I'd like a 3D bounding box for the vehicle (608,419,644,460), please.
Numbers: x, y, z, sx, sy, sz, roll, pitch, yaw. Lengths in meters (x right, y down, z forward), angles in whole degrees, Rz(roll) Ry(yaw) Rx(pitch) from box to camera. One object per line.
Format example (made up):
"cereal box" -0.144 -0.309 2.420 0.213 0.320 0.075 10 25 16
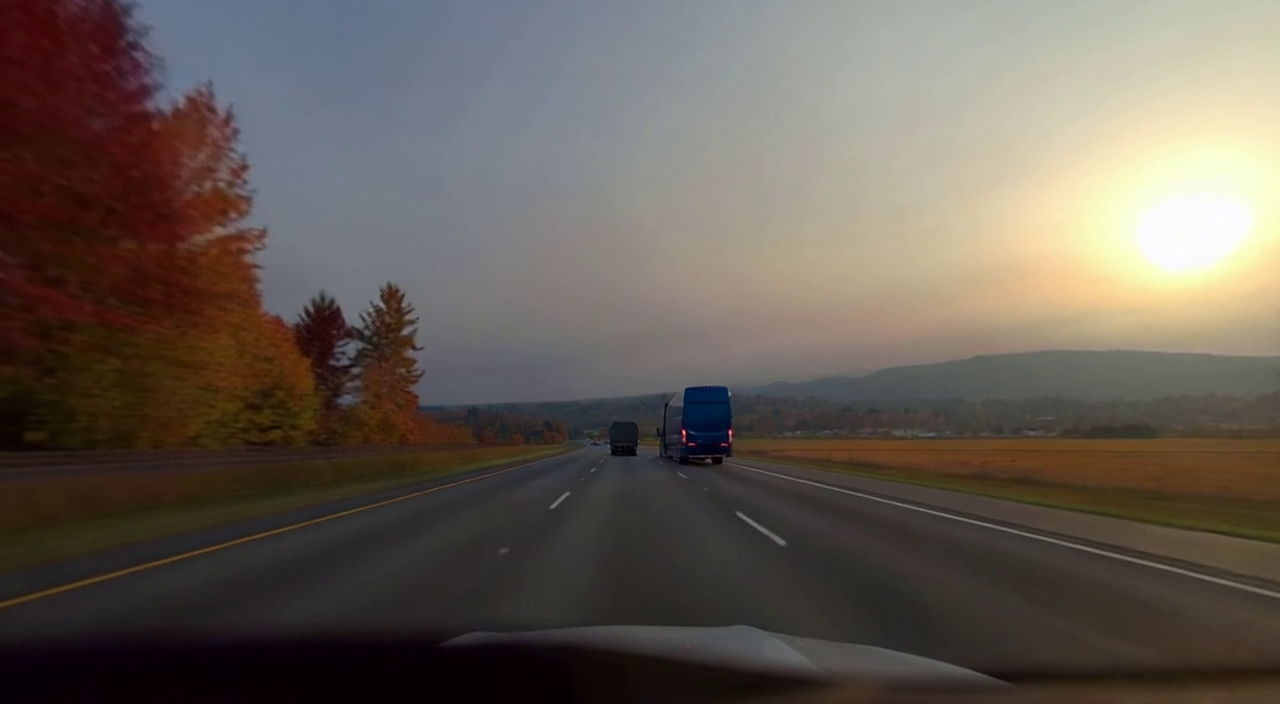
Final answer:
"vehicle" -0.970 6.080 43.799 2.389 2.637 5.437 0 -8 -1

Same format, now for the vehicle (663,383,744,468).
"vehicle" 3.290 4.425 37.029 3.128 4.087 13.351 0 -8 -1
